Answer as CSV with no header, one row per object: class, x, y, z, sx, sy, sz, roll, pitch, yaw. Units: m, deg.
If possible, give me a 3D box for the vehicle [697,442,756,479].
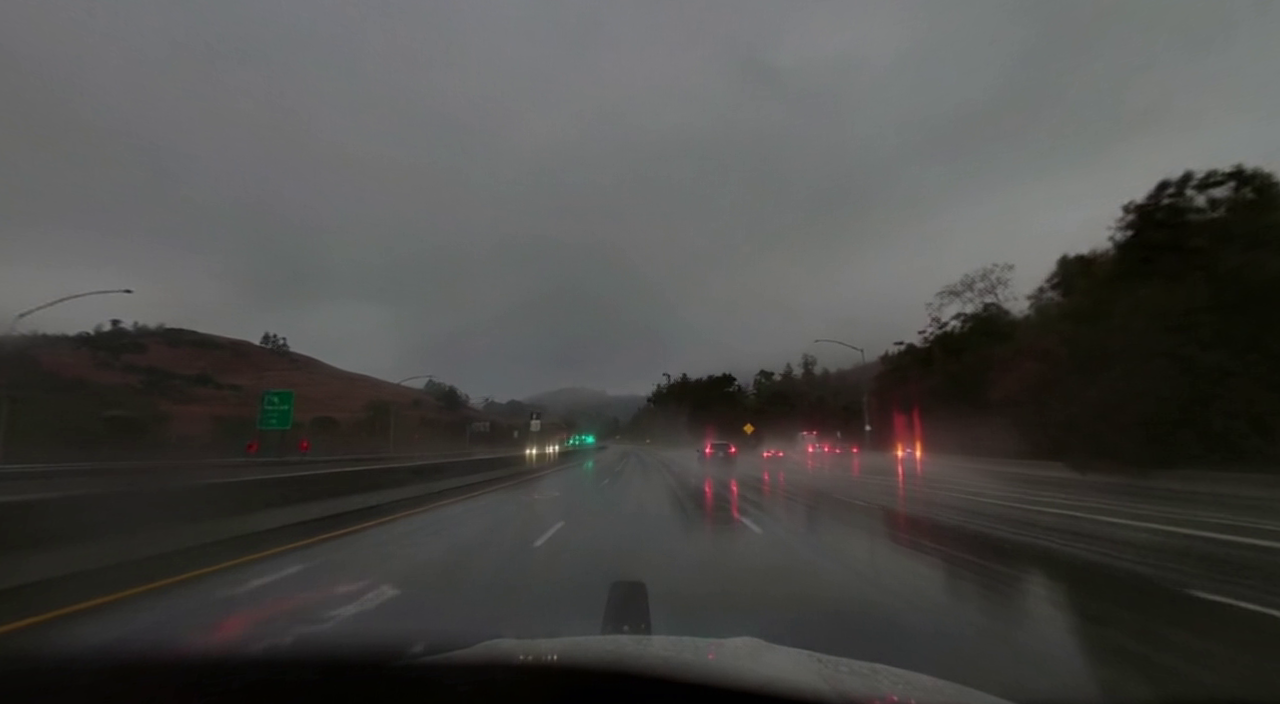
vehicle,3.667,4.669,27.515,1.916,1.469,4.481,0,-8,-1
